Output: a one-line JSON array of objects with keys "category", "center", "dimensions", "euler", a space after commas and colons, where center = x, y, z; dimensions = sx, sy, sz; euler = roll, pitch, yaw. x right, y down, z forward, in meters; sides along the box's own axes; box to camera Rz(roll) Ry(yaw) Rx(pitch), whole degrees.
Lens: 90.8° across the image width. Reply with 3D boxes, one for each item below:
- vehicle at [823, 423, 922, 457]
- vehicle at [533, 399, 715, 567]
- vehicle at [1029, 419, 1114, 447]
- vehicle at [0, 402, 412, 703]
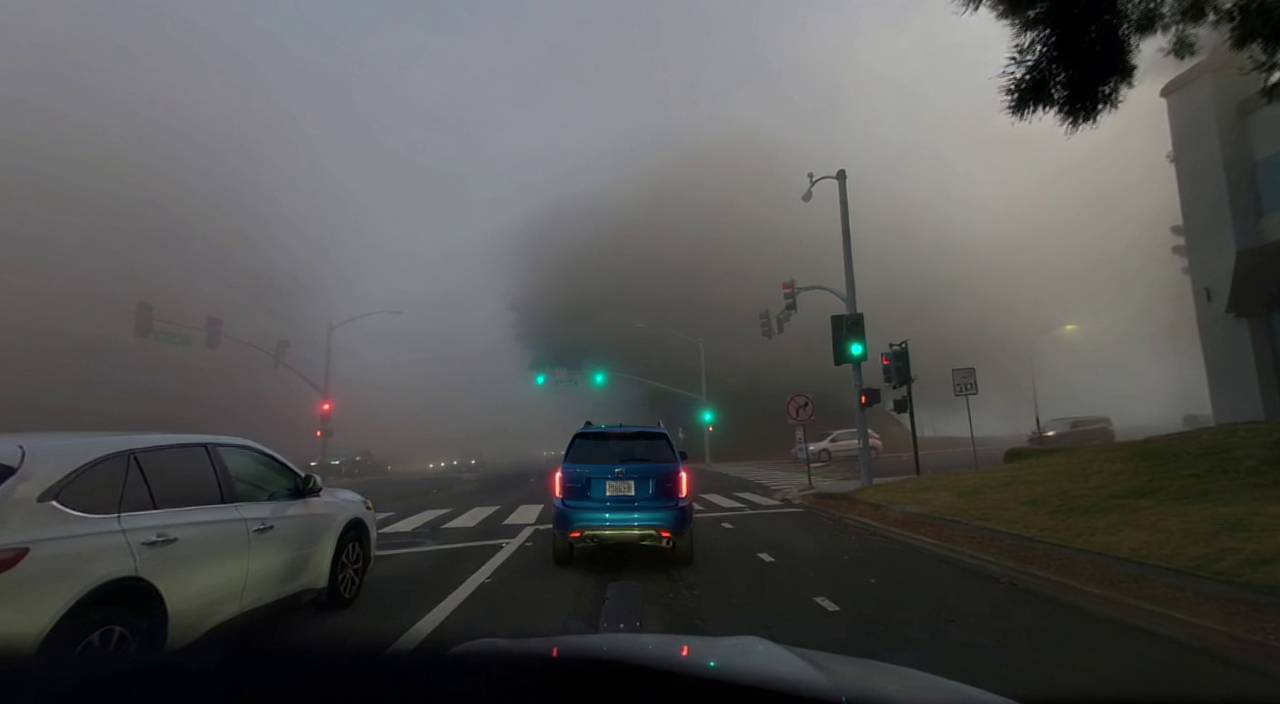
[{"category": "vehicle", "center": [12.917, 4.903, 35.137], "dimensions": [4.872, 1.806, 2.107], "euler": [3, -9, -20]}, {"category": "vehicle", "center": [-0.182, 1.796, 9.345], "dimensions": [2.059, 1.877, 4.249], "euler": [0, -8, 0]}, {"category": "vehicle", "center": [24.804, 4.668, 36.307], "dimensions": [3.830, 1.545, 2.006], "euler": [3, -9, -19]}, {"category": "vehicle", "center": [-3.381, 1.264, 4.549], "dimensions": [2.011, 1.527, 4.008], "euler": [0, -8, -1]}]
